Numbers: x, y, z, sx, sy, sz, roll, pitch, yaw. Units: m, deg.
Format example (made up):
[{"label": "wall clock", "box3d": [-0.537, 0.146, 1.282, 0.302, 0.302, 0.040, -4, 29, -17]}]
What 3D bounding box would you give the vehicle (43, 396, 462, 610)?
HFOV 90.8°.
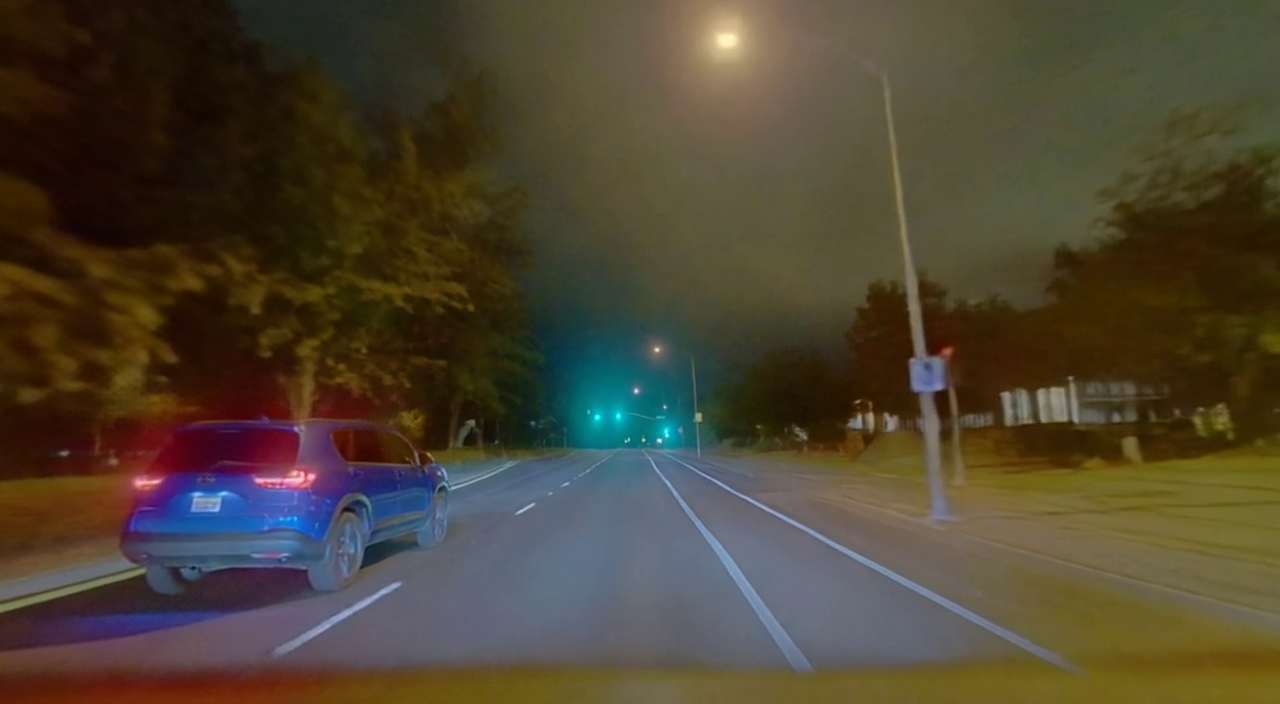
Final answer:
[{"label": "vehicle", "box3d": [-3.800, 1.563, 7.440, 2.121, 1.724, 4.392, -1, -8, 0]}]
